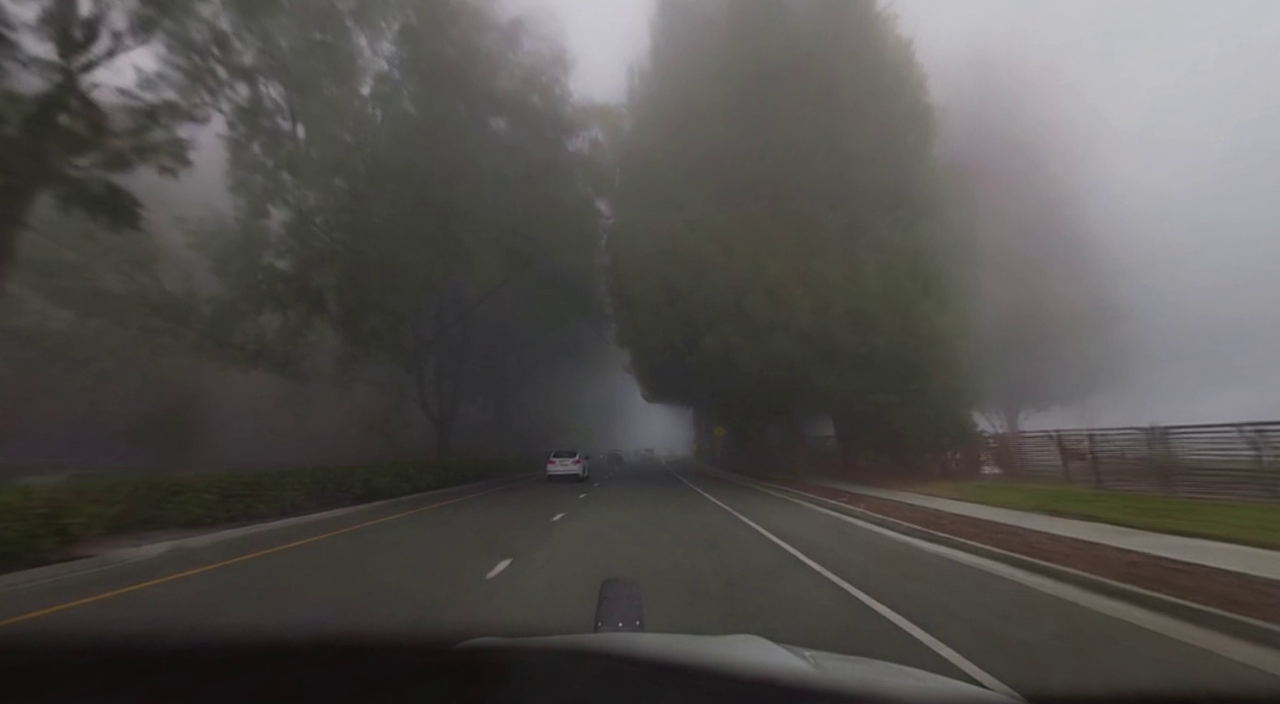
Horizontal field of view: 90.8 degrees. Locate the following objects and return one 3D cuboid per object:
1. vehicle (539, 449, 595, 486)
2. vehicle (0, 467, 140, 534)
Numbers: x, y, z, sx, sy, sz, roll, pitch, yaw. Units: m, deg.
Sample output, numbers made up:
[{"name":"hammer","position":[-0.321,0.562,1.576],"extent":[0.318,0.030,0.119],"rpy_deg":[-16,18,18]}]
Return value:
[{"name":"vehicle","position":[-3.099,5.007,27.738],"extent":[1.870,1.431,4.317],"rpy_deg":[0,-9,1]},{"name":"vehicle","position":[-16.923,4.069,17.689],"extent":[1.992,1.483,4.649],"rpy_deg":[0,-8,1]}]
